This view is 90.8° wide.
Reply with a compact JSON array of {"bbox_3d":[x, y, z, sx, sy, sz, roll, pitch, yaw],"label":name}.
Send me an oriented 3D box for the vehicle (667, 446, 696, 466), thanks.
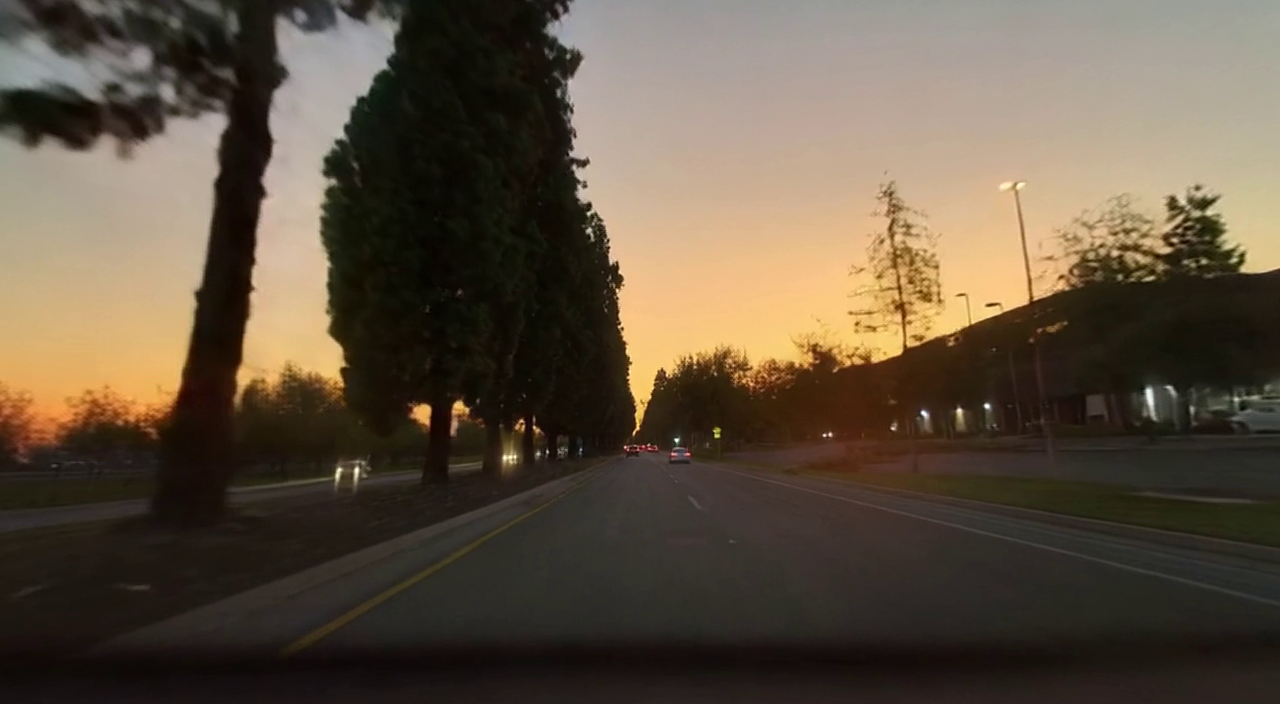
[{"bbox_3d":[3.199,8.100,49.547,1.925,1.488,4.271,0,-8,-1],"label":"vehicle"}]
